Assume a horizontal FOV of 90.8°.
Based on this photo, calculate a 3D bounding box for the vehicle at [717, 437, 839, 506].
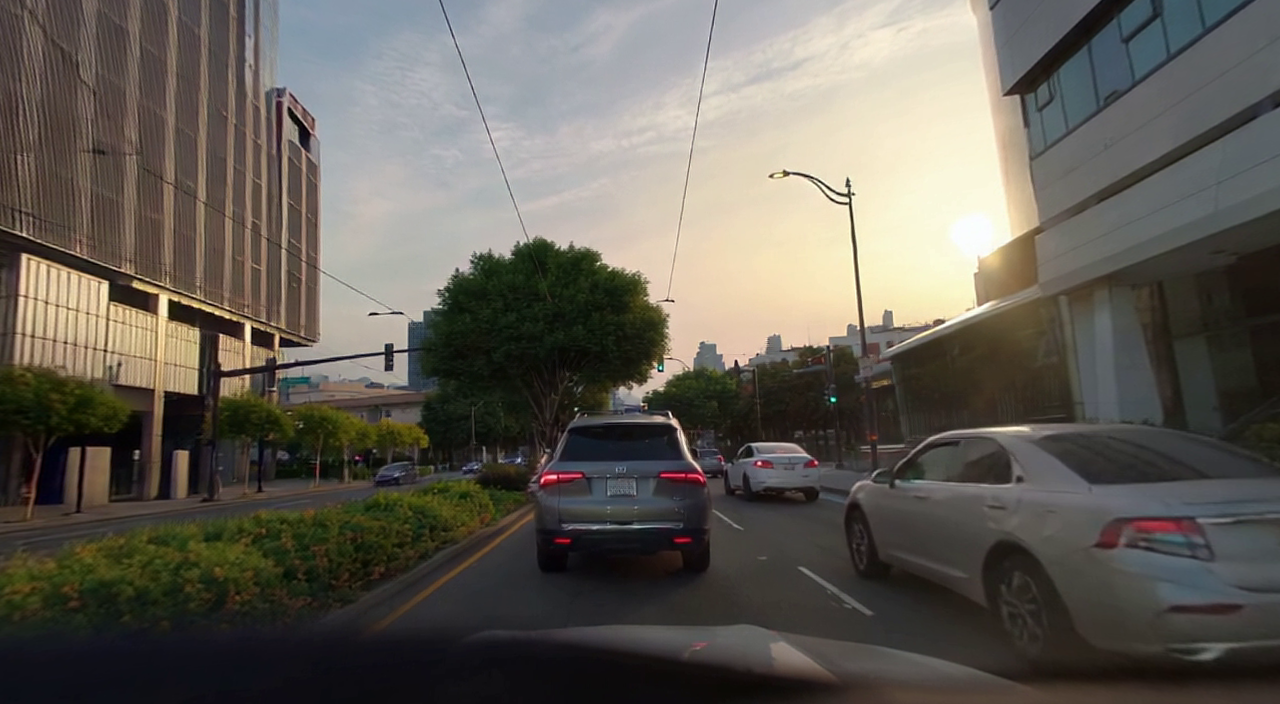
[{"bbox_3d":[3.460,3.079,16.772,2.128,1.582,4.188,0,-8,-3],"label":"vehicle"}]

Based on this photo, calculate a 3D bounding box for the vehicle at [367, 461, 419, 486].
[{"bbox_3d":[-16.008,7.871,41.203,1.798,1.409,4.239,0,-8,-2],"label":"vehicle"}]

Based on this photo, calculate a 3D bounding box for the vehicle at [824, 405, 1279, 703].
[{"bbox_3d":[3.127,1.292,4.902,1.993,1.480,4.324,0,-8,-1],"label":"vehicle"}]

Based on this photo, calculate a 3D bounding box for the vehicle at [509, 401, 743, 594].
[{"bbox_3d":[-0.199,1.670,8.106,2.178,1.779,4.255,0,-8,-2],"label":"vehicle"}]
